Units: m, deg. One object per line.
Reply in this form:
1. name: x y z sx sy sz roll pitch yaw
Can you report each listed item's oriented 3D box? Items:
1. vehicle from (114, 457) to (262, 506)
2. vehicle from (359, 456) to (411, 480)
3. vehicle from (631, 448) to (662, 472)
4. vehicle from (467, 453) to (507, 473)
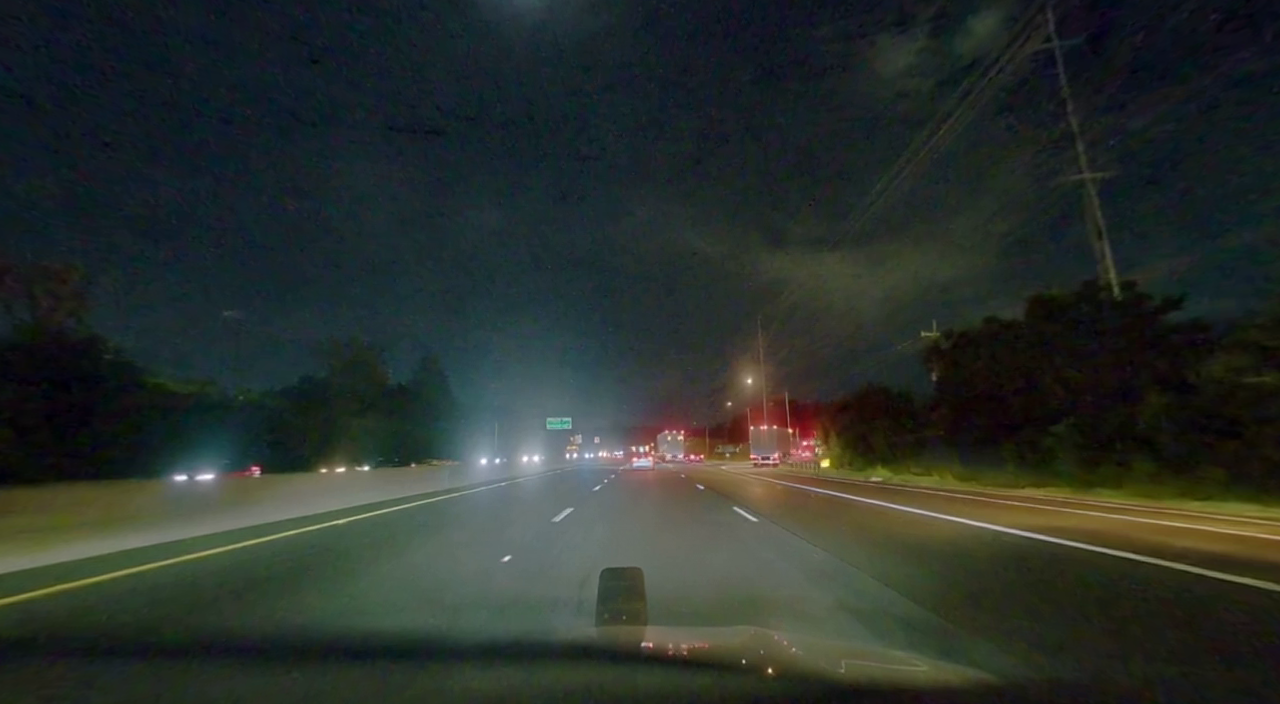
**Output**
1. vehicle: -15.499 4.428 21.983 1.916 1.470 4.366 0 -9 0
2. vehicle: -18.896 8.597 46.865 1.801 1.638 4.739 0 -9 1
3. vehicle: 0.472 7.572 44.386 2.111 1.599 3.859 0 -9 1
4. vehicle: -11.498 8.353 47.653 1.903 1.432 4.475 0 -9 1
